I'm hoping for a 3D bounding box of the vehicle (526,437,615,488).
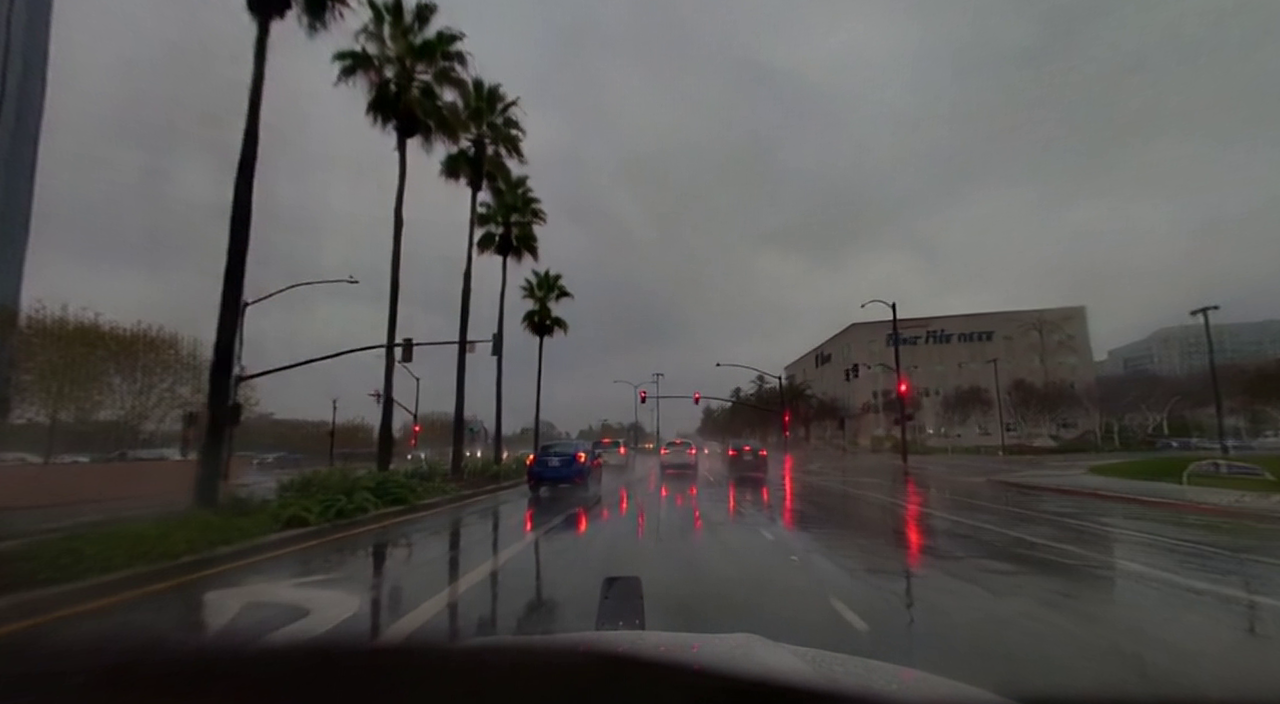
[{"bbox_3d":[-2.129,3.575,20.781,1.962,1.480,4.605,-1,-9,6],"label":"vehicle"}]

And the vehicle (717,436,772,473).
[{"bbox_3d":[4.734,4.708,29.200,1.936,1.567,3.896,0,-9,1],"label":"vehicle"}]

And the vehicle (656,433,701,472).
[{"bbox_3d":[1.901,4.906,30.981,2.060,1.730,4.257,-1,-8,4],"label":"vehicle"}]
